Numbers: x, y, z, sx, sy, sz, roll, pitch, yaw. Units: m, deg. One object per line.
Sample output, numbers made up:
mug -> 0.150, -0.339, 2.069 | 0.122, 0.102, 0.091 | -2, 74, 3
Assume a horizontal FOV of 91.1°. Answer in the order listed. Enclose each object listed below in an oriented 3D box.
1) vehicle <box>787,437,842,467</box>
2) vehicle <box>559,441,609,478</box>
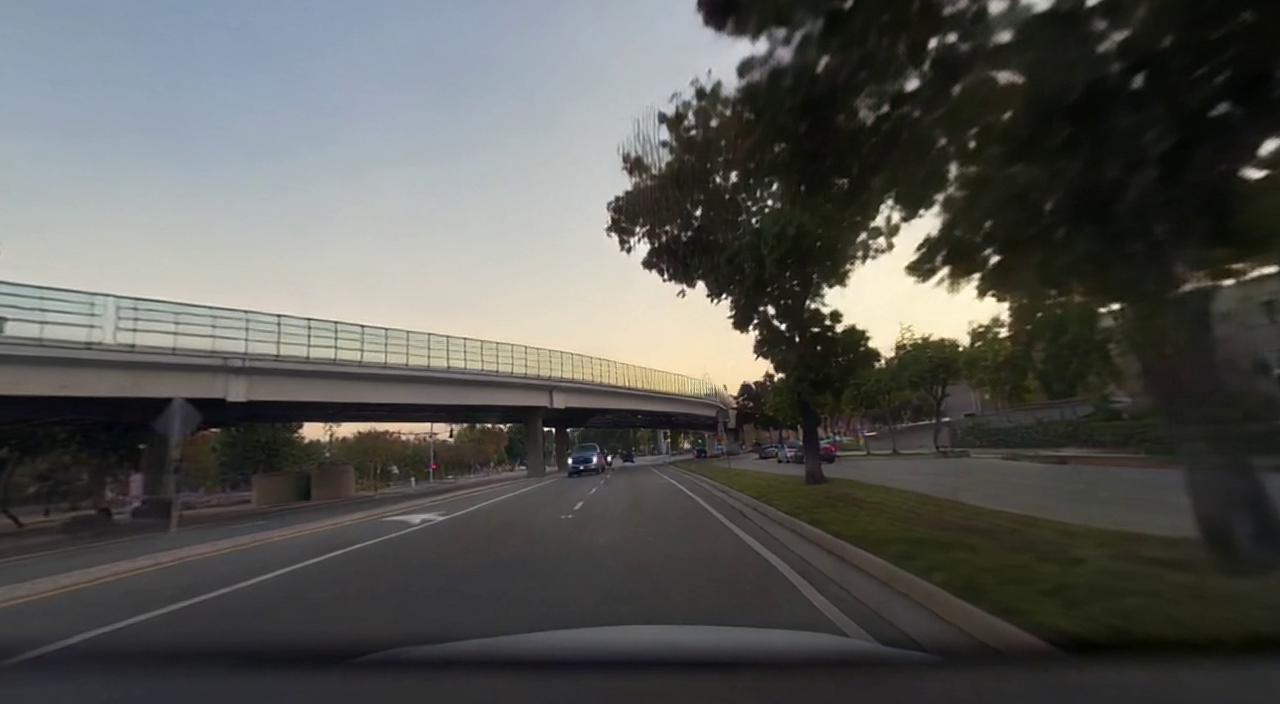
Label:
vehicle -> 11.355, 6.552, 41.176 | 2.051, 1.534, 4.466 | -10, -9, -1
vehicle -> -4.016, 7.848, 46.233 | 2.967, 2.369, 6.635 | -2, -9, 0
